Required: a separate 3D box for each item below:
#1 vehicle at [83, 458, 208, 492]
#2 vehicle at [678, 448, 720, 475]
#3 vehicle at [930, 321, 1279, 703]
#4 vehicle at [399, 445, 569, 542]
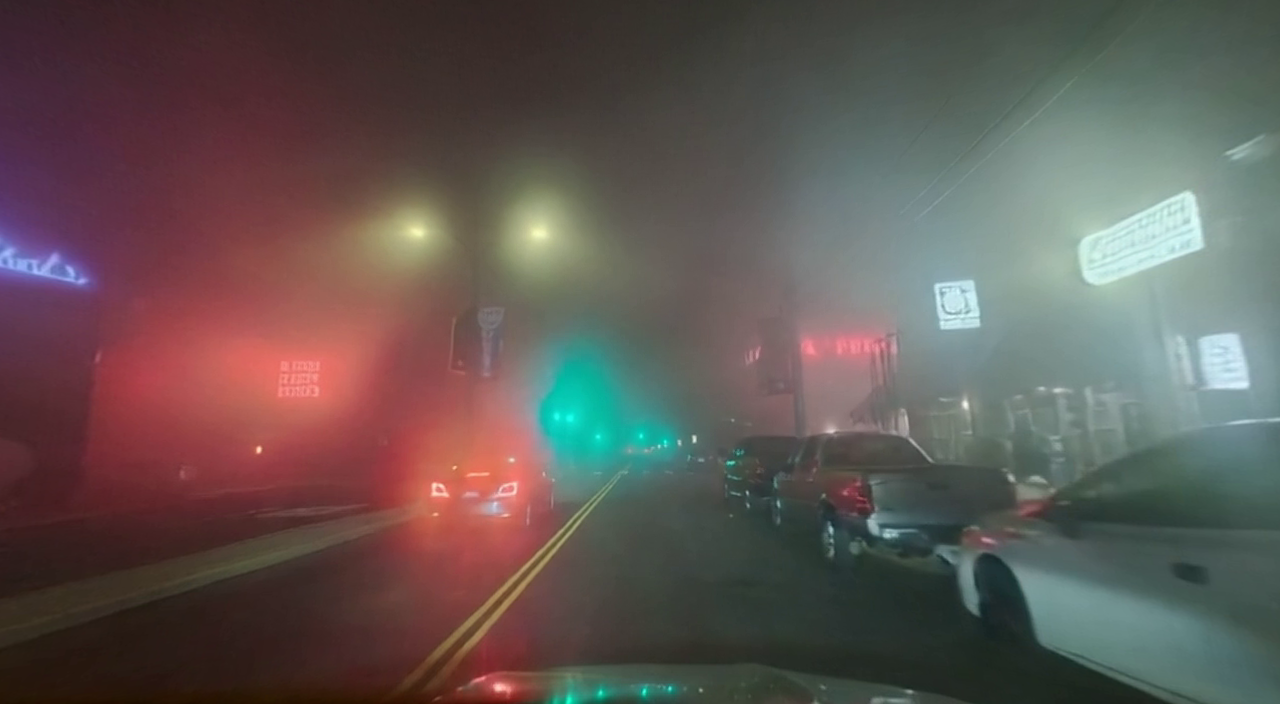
[{"bbox_3d":[-23.686,5.875,30.291,4.358,1.522,1.970,-1,-8,3],"label":"vehicle"},{"bbox_3d":[3.406,6.416,37.223,1.950,1.462,4.807,0,-8,-1],"label":"vehicle"},{"bbox_3d":[3.169,0.842,2.359,2.086,1.792,4.608,-1,-9,2],"label":"vehicle"},{"bbox_3d":[-2.607,2.465,11.759,2.030,1.436,4.388,0,-8,0],"label":"vehicle"}]
